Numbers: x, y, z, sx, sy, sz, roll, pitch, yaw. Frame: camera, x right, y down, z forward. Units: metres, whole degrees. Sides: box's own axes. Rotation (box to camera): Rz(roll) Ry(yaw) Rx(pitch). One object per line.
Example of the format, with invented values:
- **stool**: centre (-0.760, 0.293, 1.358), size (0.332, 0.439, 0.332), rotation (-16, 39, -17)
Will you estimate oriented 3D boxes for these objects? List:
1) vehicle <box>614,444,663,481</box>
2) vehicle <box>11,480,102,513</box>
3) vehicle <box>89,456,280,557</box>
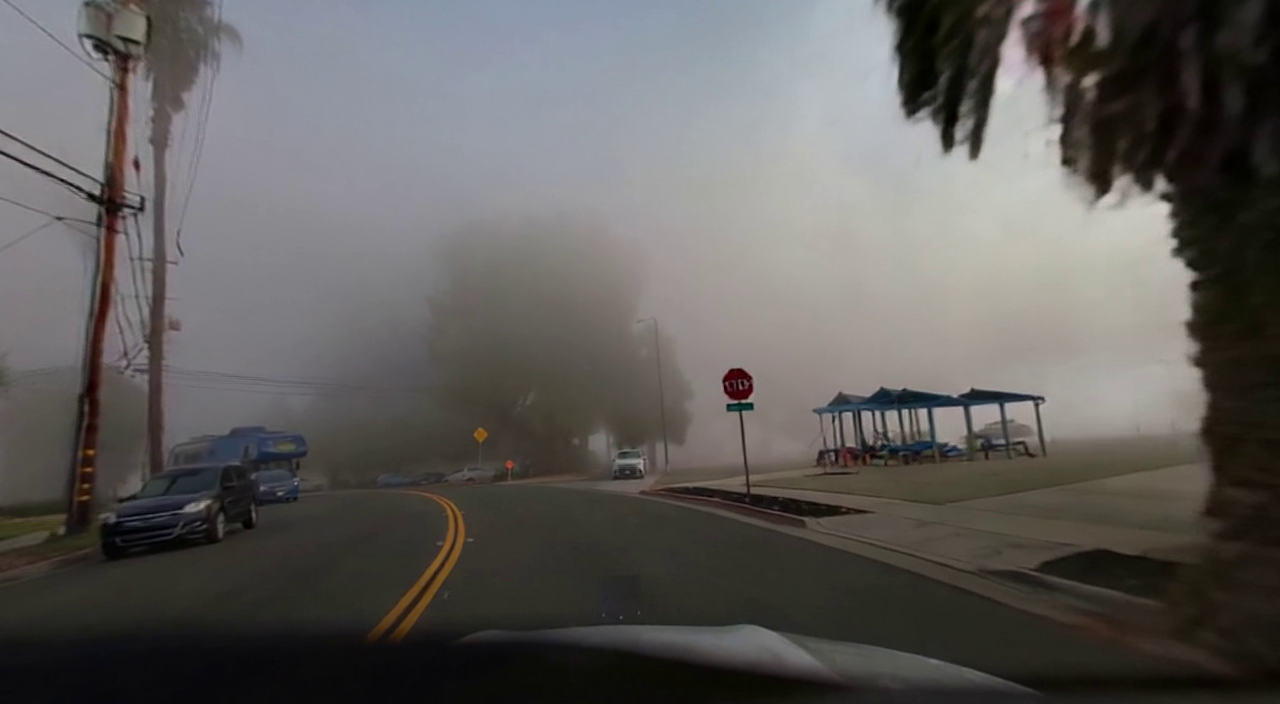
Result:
- **vehicle**: centre (-0.190, 6.501, 37.692), size (2.508, 1.887, 5.930), rotation (0, -8, -4)
- **vehicle**: centre (-42.973, 10.589, 46.508), size (5.757, 2.044, 2.213), rotation (-3, -8, 18)
- **vehicle**: centre (-9.159, 3.034, 13.213), size (2.085, 1.545, 4.340), rotation (2, -8, -20)
